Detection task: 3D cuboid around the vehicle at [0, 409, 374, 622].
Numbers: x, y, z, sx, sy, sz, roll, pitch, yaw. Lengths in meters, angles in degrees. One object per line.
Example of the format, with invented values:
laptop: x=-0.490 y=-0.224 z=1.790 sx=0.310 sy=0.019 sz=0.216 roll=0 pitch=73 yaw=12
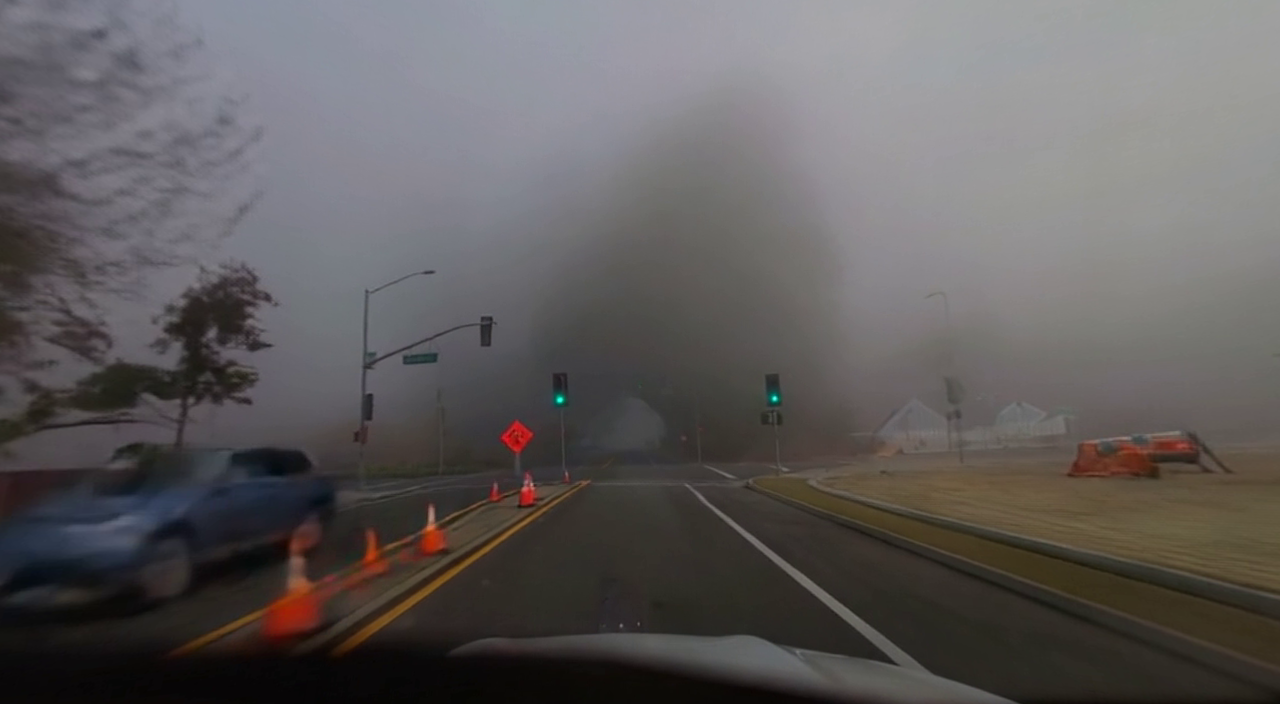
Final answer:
vehicle: x=-5.567 y=1.825 z=8.133 sx=2.240 sy=1.879 sz=4.847 roll=0 pitch=-9 yaw=-1
